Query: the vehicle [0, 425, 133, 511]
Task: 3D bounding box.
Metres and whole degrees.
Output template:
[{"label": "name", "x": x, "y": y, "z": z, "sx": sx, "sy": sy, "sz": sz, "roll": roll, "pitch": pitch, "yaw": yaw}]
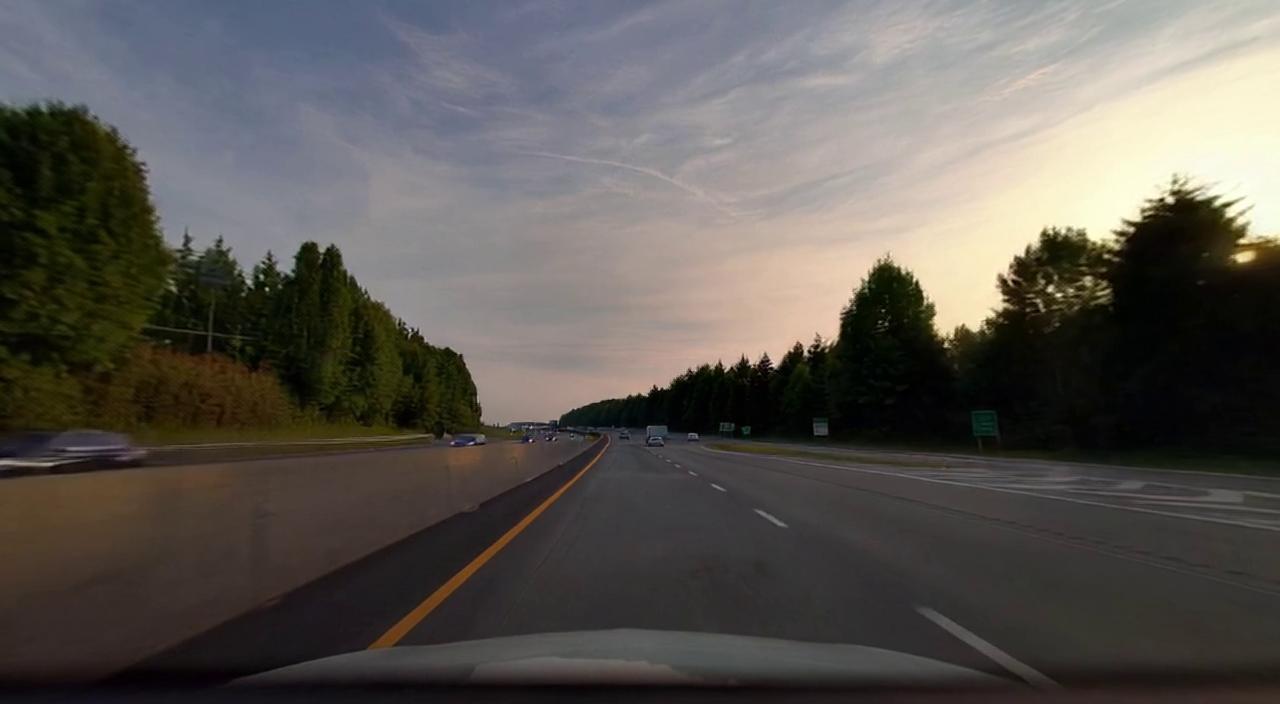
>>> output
[{"label": "vehicle", "x": -12.576, "y": 2.282, "z": 12.682, "sx": 1.781, "sy": 1.557, "sz": 3.545, "roll": 0, "pitch": -8, "yaw": -1}]
